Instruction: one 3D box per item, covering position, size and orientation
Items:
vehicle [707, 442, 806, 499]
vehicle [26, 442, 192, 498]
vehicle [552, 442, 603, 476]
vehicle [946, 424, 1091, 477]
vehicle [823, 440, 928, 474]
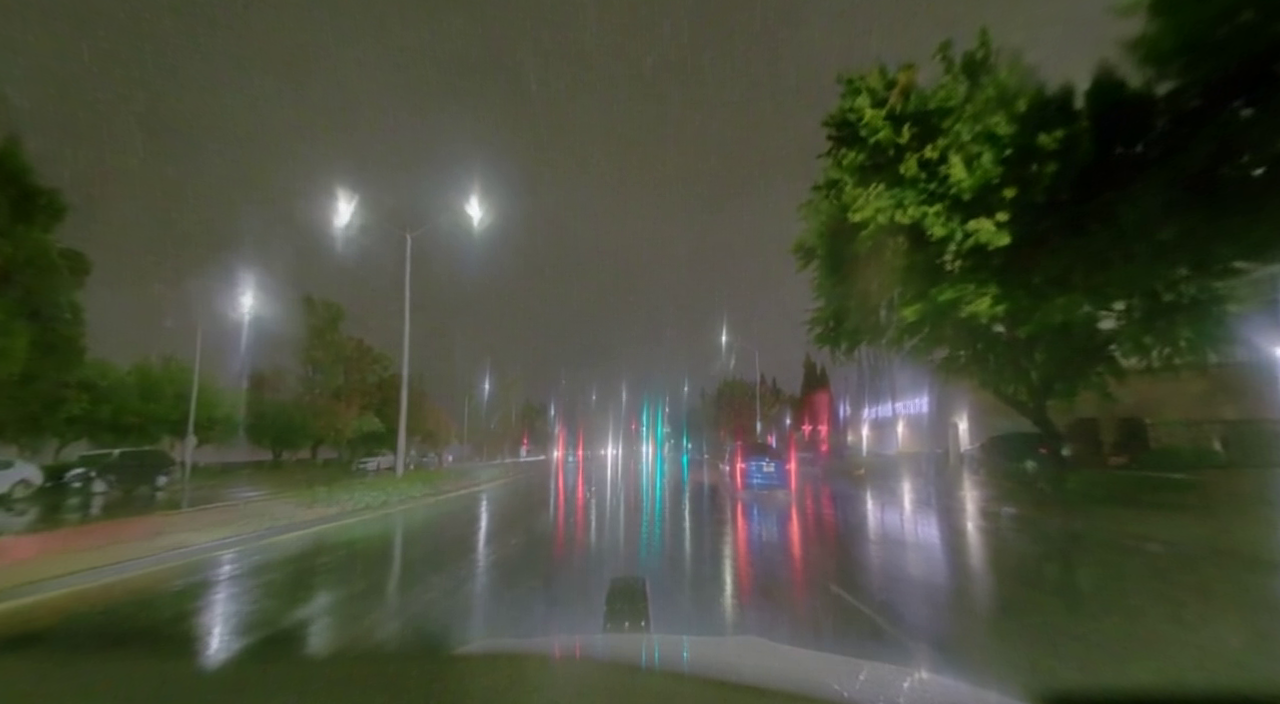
[{"bbox_3d":[3.282,3.442,18.720,2.083,1.474,4.360,0,-9,-1],"label":"vehicle"},{"bbox_3d":[-22.292,4.929,26.882,2.255,2.117,5.319,-1,-9,3],"label":"vehicle"},{"bbox_3d":[-3.145,5.487,32.606,2.113,1.626,4.129,-1,-9,2],"label":"vehicle"},{"bbox_3d":[16.761,4.433,28.426,2.160,2.093,5.795,1,-9,-10],"label":"vehicle"},{"bbox_3d":[13.868,6.217,37.370,5.342,1.867,2.147,0,-8,-6],"label":"vehicle"}]
